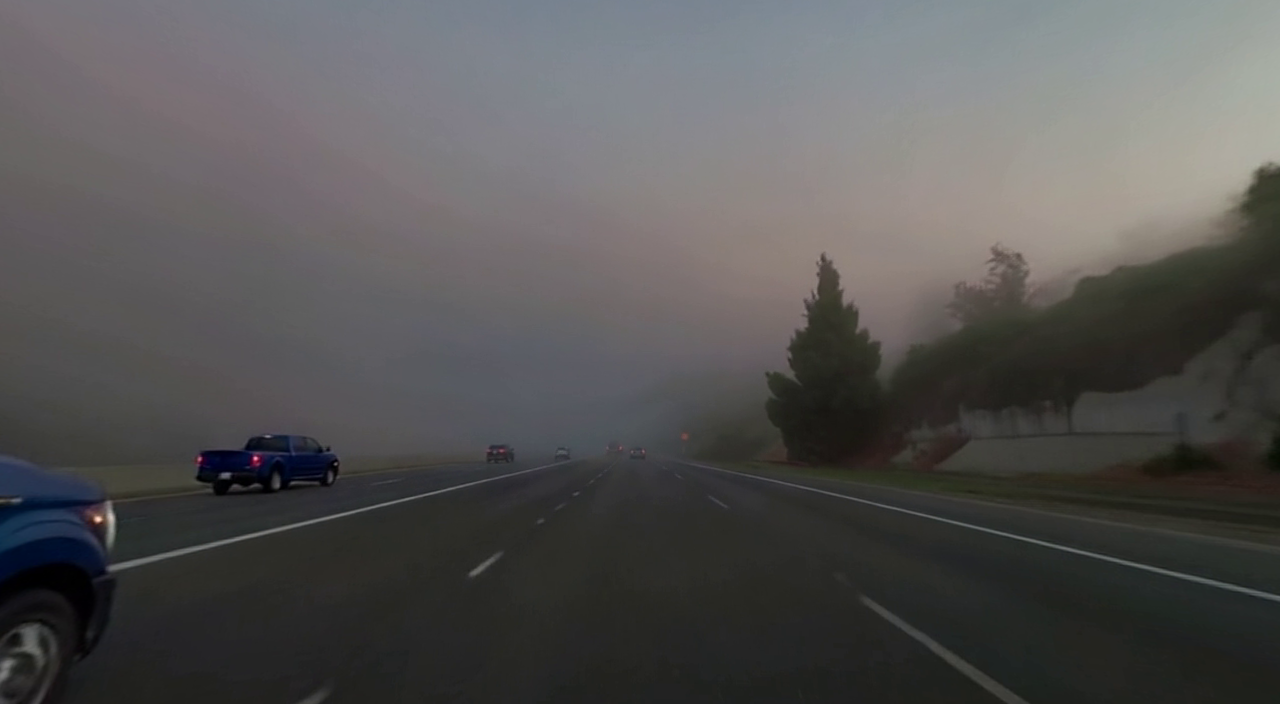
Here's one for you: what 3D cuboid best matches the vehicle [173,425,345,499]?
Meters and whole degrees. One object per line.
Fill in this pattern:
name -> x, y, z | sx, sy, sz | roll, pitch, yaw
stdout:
vehicle -> -10.864, 3.183, 18.593 | 2.012, 1.875, 4.895 | 0, -9, 0
